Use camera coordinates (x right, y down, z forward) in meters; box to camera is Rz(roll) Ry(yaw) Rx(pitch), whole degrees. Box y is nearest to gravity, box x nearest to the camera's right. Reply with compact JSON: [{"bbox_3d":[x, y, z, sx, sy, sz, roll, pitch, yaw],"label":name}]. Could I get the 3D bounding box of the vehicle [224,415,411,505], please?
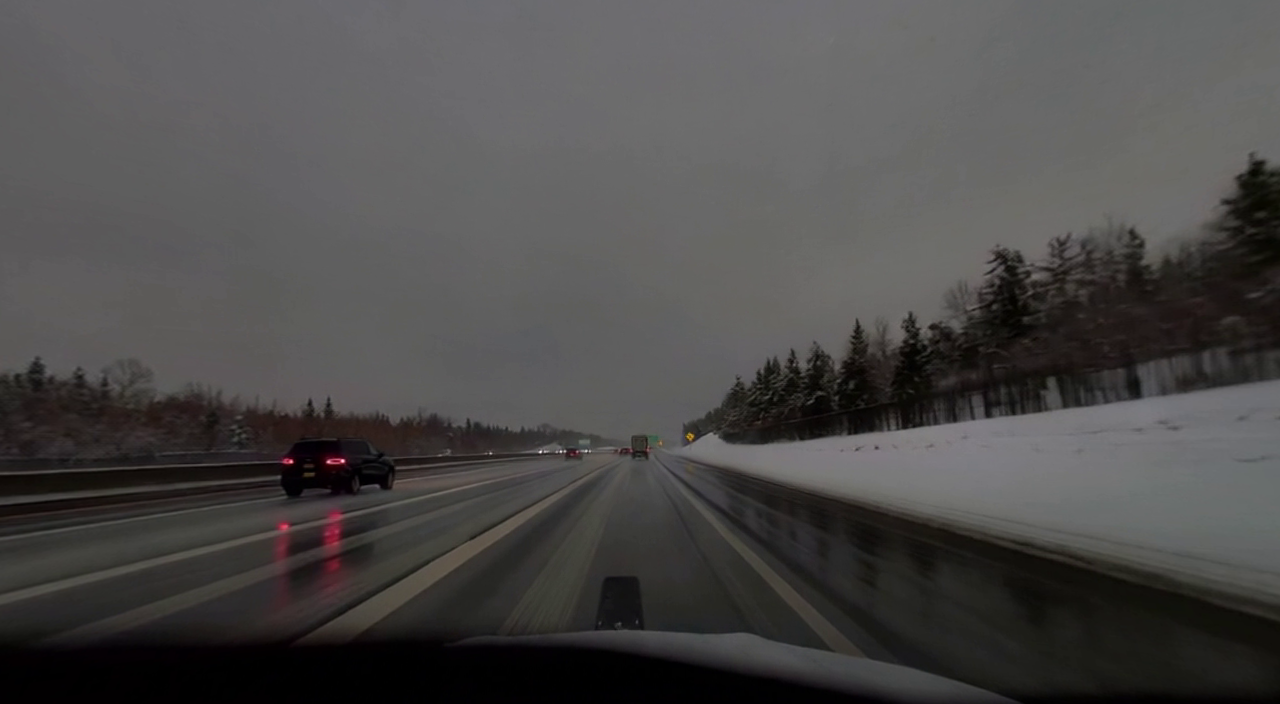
[{"bbox_3d":[-8.014,2.752,16.389,2.163,1.947,4.959,0,-9,1],"label":"vehicle"}]
